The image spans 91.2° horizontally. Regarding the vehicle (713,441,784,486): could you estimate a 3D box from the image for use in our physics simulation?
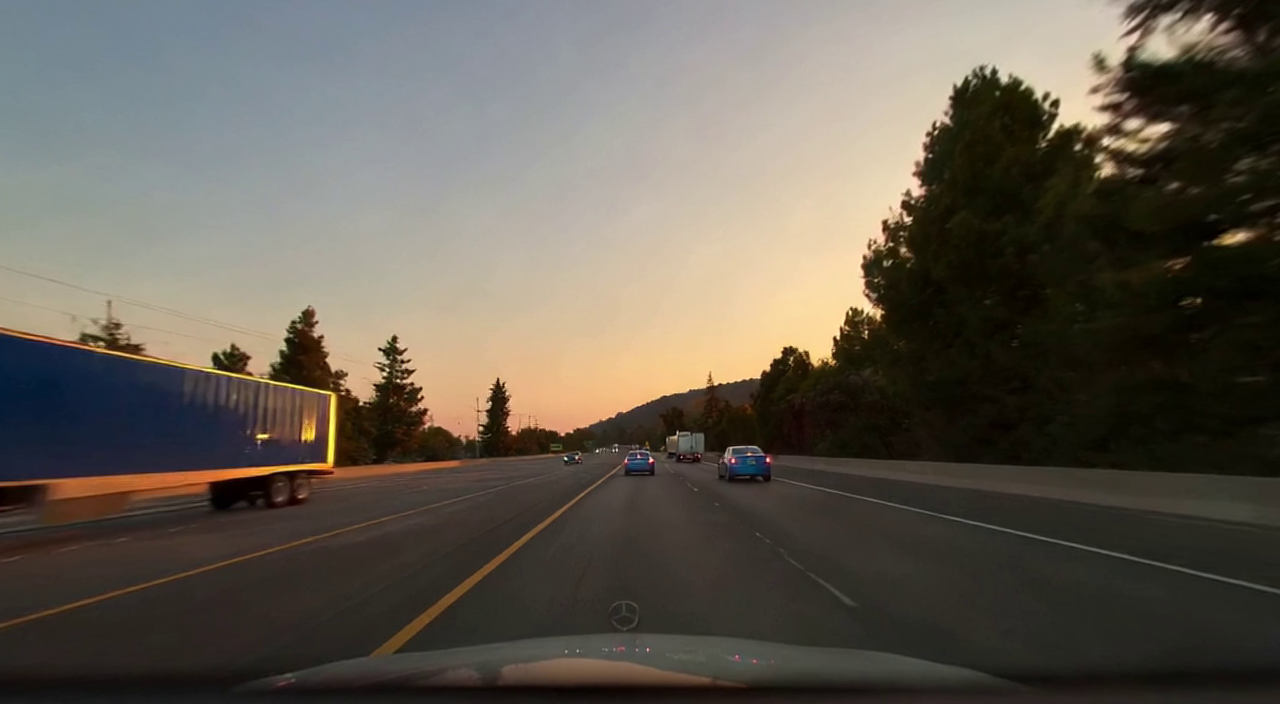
[{"bbox_3d":[4.041,4.222,24.069,1.953,1.540,4.101,-1,-9,0],"label":"vehicle"}]

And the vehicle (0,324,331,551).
[{"bbox_3d":[-13.218,2.238,15.732,2.989,4.089,16.109,-1,-9,-1],"label":"vehicle"}]

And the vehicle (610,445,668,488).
[{"bbox_3d":[-0.031,4.387,24.344,2.066,1.490,3.759,-1,-9,0],"label":"vehicle"}]
